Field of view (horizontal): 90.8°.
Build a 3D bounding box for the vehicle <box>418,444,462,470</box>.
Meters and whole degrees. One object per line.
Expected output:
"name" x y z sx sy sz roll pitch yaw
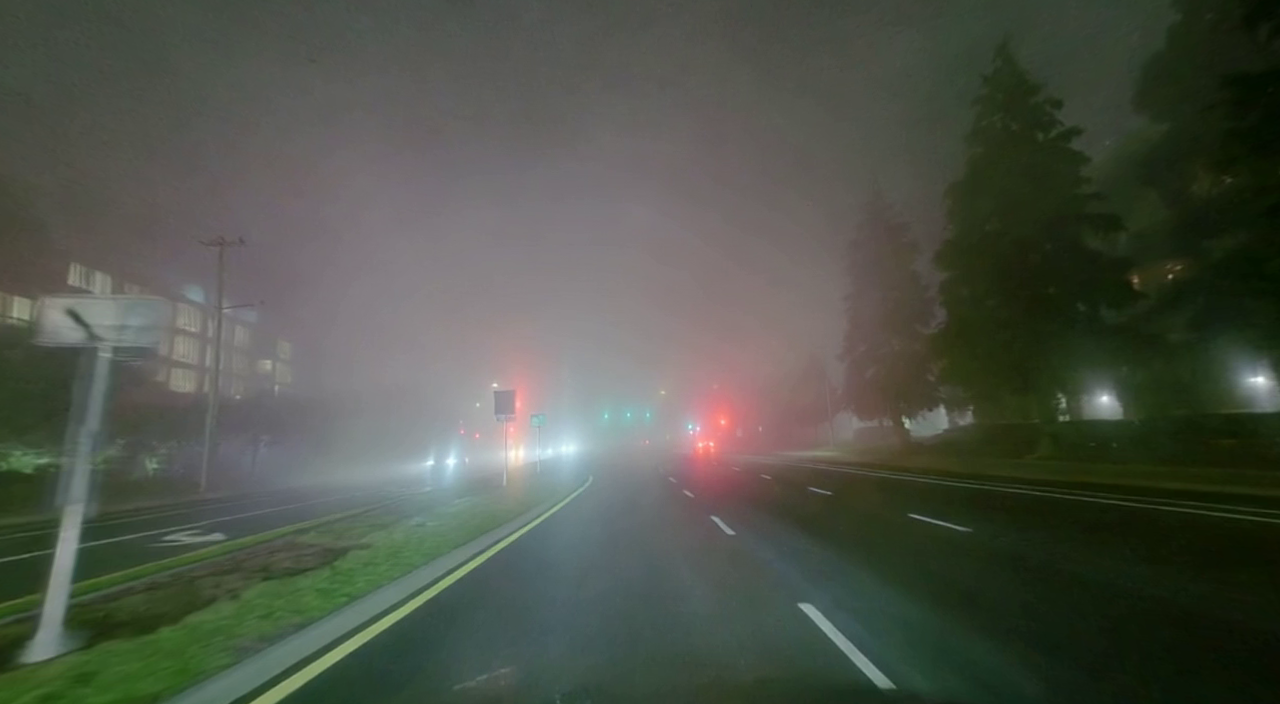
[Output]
"vehicle" -15.370 8.095 48.777 2.038 1.857 5.078 0 -9 -4
